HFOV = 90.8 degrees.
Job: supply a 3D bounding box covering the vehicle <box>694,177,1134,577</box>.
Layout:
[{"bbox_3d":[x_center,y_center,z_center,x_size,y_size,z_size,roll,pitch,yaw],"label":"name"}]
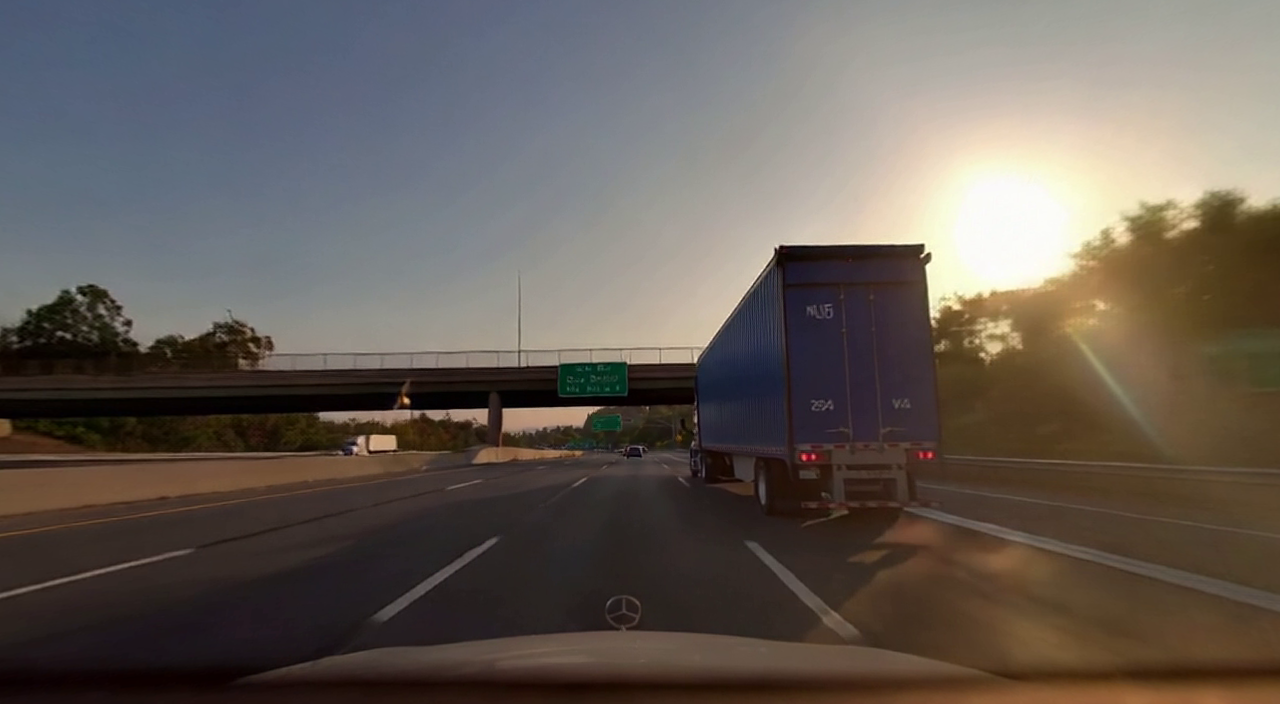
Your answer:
[{"bbox_3d":[3.424,1.395,14.646,2.743,4.160,16.408,0,-9,-1],"label":"vehicle"}]
